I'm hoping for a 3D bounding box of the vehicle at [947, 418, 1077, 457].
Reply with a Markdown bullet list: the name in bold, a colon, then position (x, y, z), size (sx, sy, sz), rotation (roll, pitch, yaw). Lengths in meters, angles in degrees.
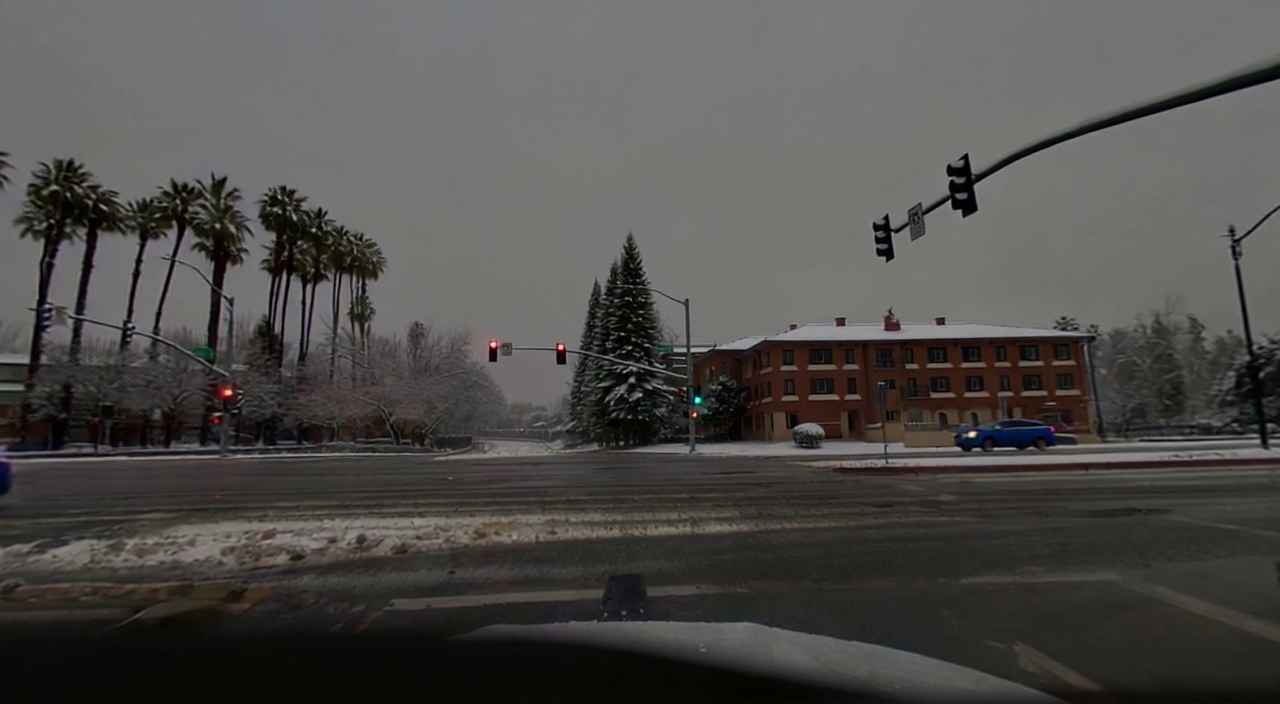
- **vehicle**: position (17.490, 4.048, 29.675), size (4.820, 1.751, 2.050), rotation (0, -8, -1)
